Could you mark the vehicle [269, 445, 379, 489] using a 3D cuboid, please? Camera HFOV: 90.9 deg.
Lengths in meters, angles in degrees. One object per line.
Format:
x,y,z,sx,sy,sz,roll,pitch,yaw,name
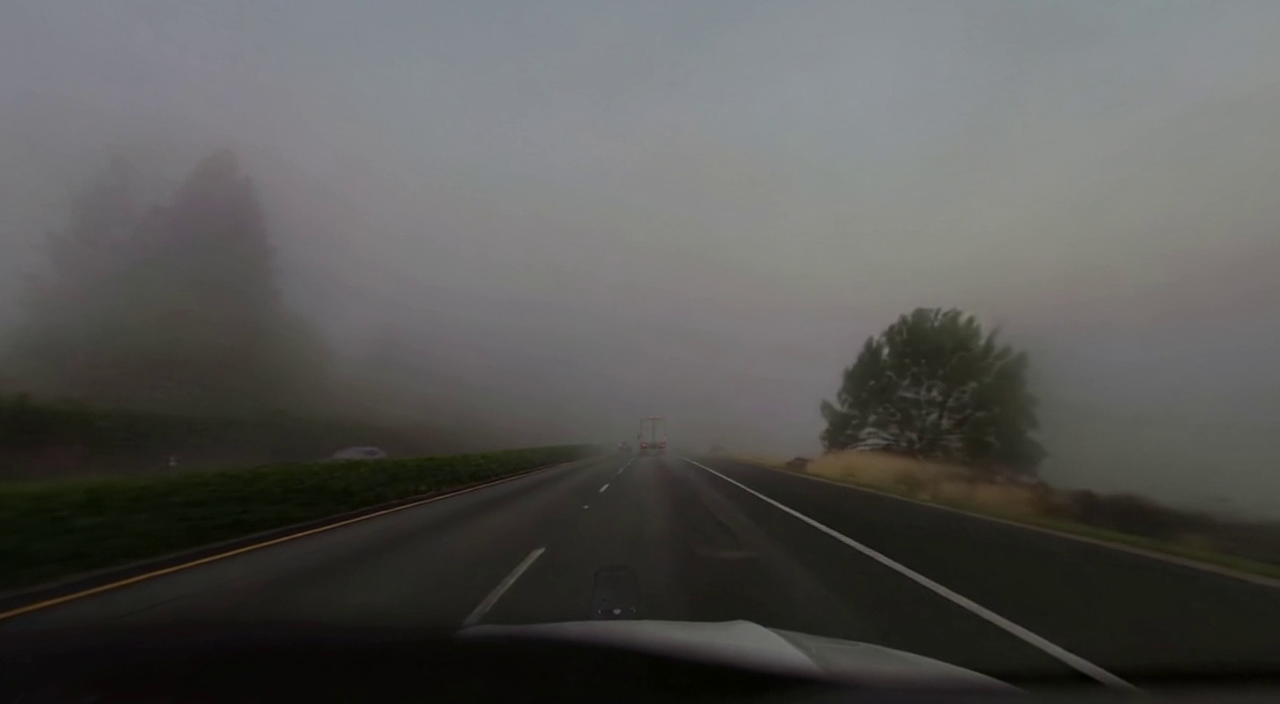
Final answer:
-12.504,4.542,25.346,1.968,1.550,4.665,0,-8,1,vehicle
